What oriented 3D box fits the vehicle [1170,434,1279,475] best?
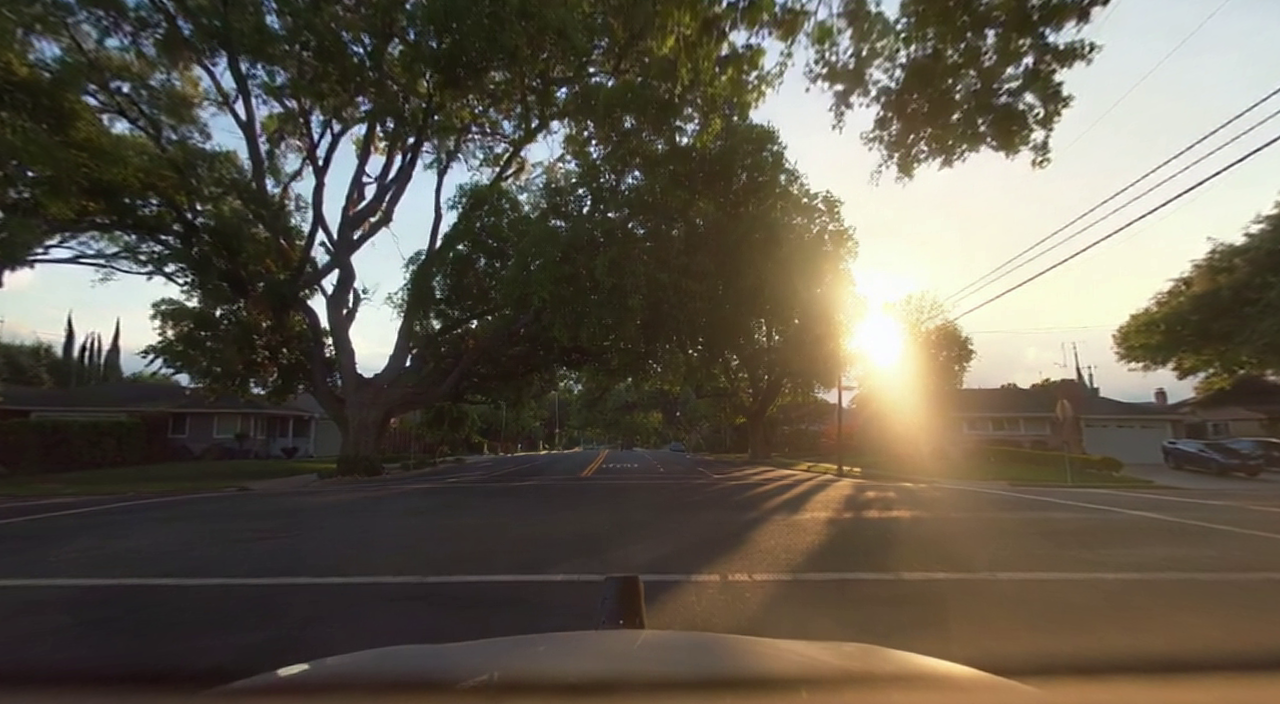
[{"bbox_3d":[26.563,4.442,27.608,2.152,1.606,5.402,0,-8,1],"label":"vehicle"}]
